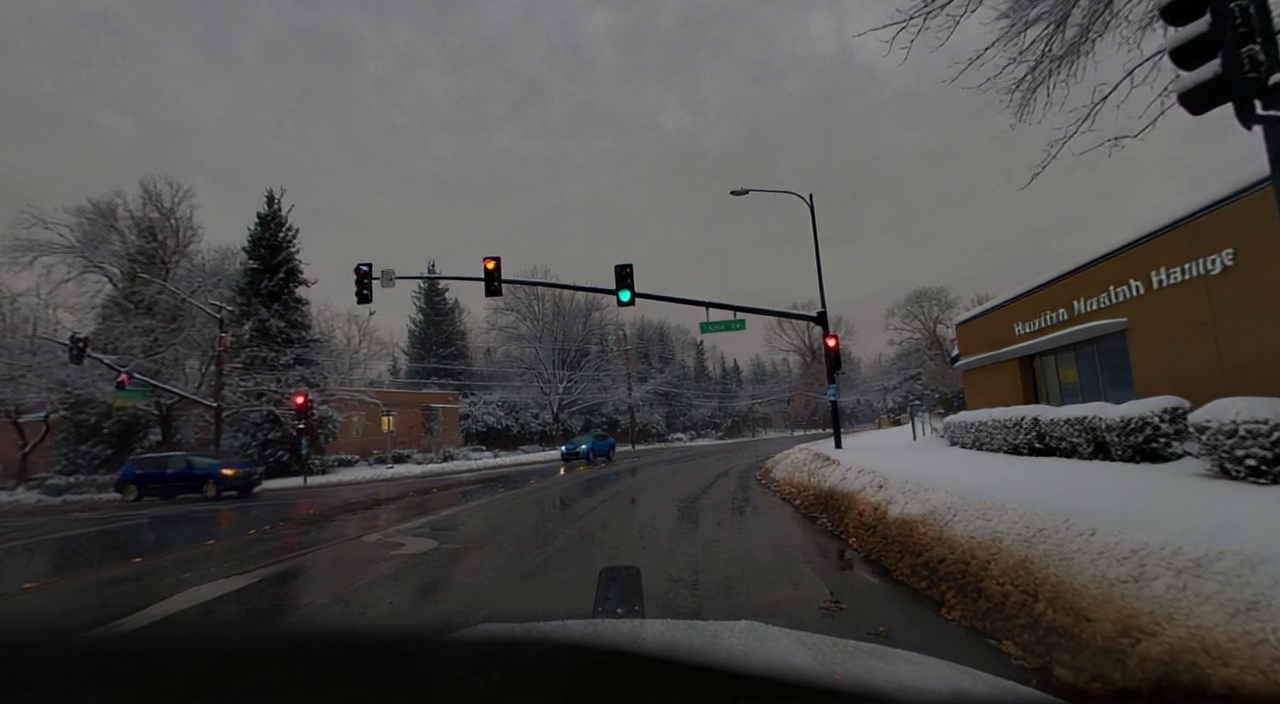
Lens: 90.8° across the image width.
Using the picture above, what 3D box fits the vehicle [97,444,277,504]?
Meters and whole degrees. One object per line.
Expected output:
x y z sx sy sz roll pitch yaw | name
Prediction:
-15.283 4.114 21.499 4.715 1.745 2.026 -3 -9 6 | vehicle

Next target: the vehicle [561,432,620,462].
-3.153 6.273 41.668 2.244 1.792 4.648 -3 -9 18 | vehicle
